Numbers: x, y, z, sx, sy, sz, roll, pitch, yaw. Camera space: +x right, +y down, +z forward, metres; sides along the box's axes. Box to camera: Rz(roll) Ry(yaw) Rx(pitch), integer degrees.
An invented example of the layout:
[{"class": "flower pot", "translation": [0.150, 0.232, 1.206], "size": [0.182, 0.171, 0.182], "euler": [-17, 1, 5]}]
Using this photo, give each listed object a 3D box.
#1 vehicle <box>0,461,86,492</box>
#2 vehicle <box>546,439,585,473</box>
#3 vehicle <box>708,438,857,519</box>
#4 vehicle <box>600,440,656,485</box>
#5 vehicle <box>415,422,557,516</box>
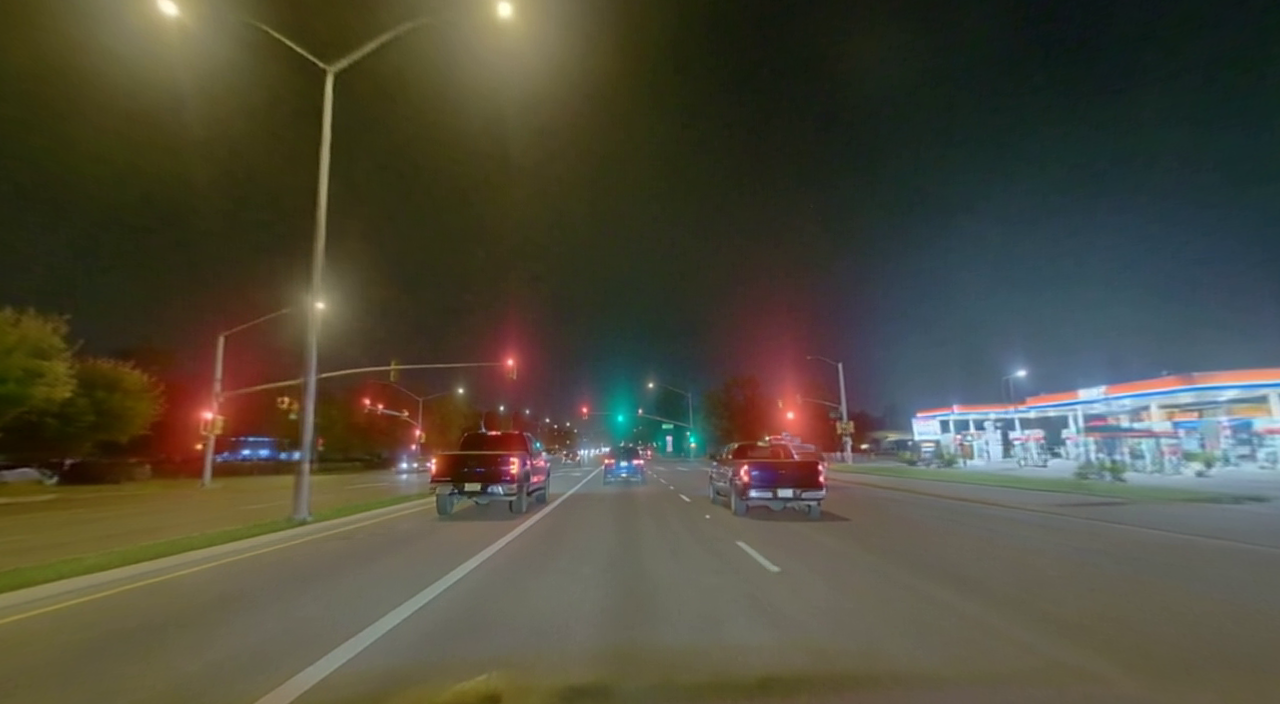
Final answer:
[{"class": "vehicle", "translation": [-36.016, 7.323, 37.265], "size": [1.929, 1.636, 4.589], "euler": [-7, -11, 38]}, {"class": "vehicle", "translation": [-4.839, 6.661, 40.827], "size": [2.321, 2.026, 5.307], "euler": [1, -9, -7]}, {"class": "vehicle", "translation": [2.878, 2.675, 13.956], "size": [2.061, 1.487, 4.462], "euler": [0, -8, -3]}, {"class": "vehicle", "translation": [-0.499, 4.349, 25.134], "size": [2.029, 1.605, 3.827], "euler": [0, -8, -2]}, {"class": "vehicle", "translation": [-3.519, 2.808, 15.808], "size": [2.195, 1.905, 5.634], "euler": [0, -8, -1]}]
